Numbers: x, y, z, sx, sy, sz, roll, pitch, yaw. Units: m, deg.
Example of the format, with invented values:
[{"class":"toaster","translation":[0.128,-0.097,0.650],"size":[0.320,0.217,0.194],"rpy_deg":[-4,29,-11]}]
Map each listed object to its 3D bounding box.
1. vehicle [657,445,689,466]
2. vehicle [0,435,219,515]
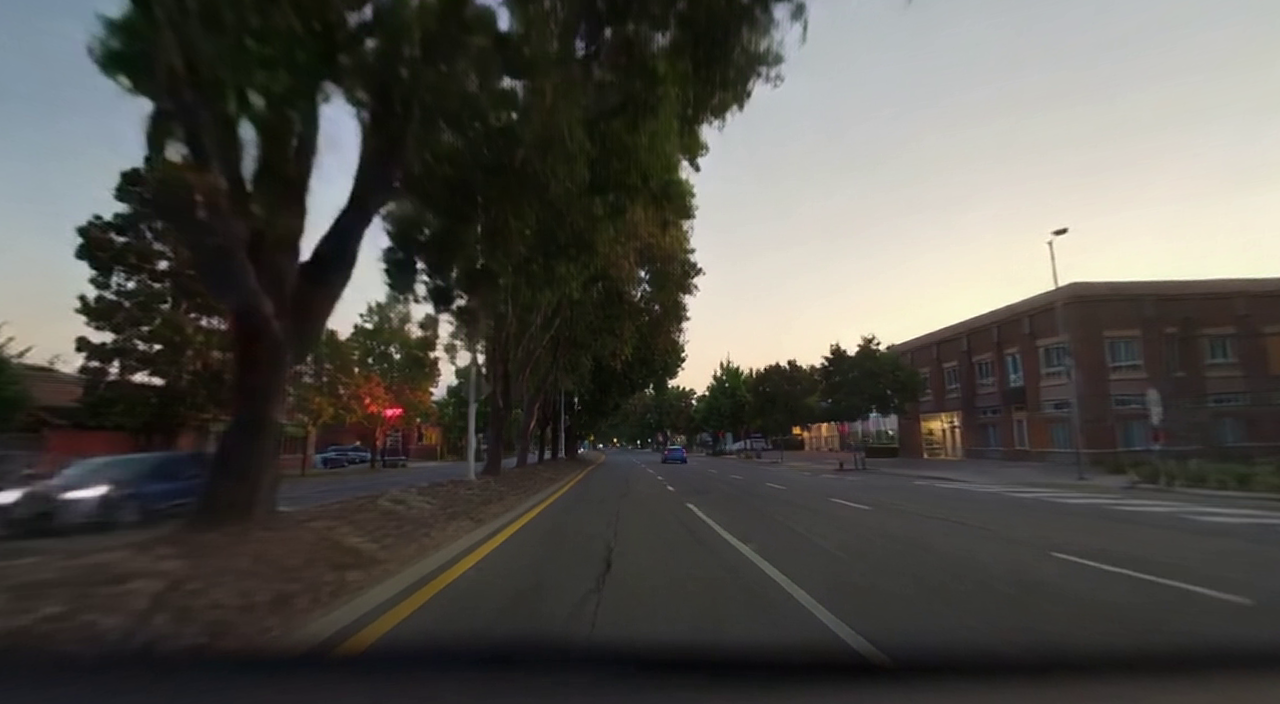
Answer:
[{"class":"vehicle","translation":[2.504,7.979,48.818],"size":[1.913,1.473,4.360],"rpy_deg":[0,-9,-4]},{"class":"vehicle","translation":[-13.157,3.003,15.895],"size":[2.123,1.692,4.419],"rpy_deg":[0,-9,-1]}]
